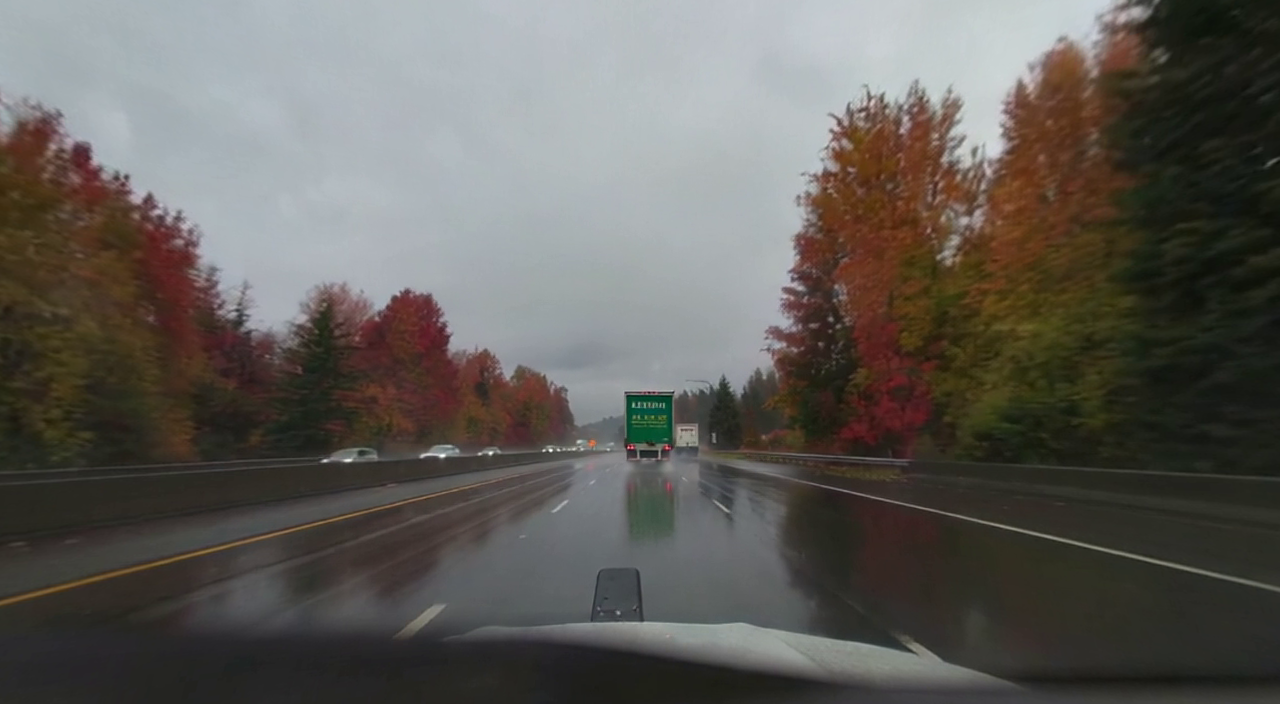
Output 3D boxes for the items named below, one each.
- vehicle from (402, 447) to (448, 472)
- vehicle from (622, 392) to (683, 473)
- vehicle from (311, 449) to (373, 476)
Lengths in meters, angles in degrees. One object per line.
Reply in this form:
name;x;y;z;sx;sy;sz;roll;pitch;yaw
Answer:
vehicle;-15.579;7.796;45.619;1.908;1.728;4.054;0;-9;1
vehicle;0.547;4.856;36.894;3.057;4.073;10.792;0;-9;-1
vehicle;-19.754;7.316;41.753;1.859;1.646;4.370;0;-9;1
